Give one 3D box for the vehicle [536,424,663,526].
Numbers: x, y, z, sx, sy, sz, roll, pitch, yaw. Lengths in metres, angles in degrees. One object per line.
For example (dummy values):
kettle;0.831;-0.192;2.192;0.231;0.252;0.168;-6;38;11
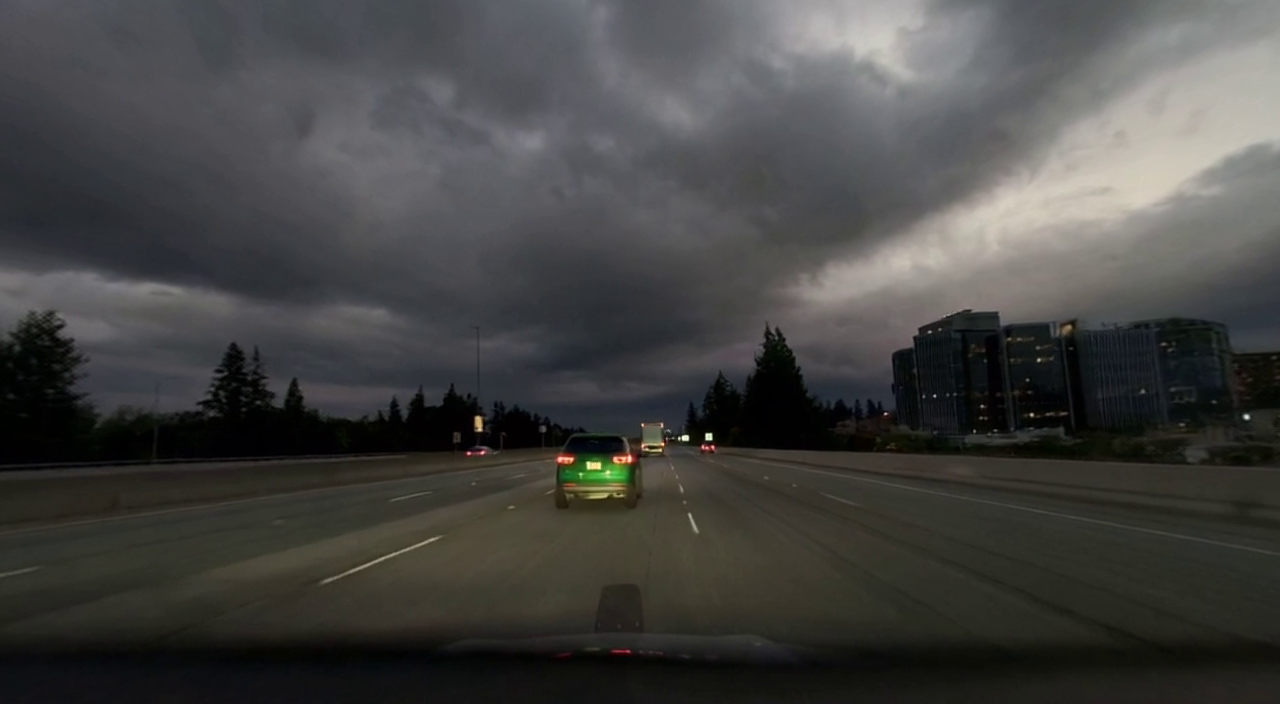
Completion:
vehicle;-0.633;2.472;13.197;2.111;1.742;4.315;0;-9;3
